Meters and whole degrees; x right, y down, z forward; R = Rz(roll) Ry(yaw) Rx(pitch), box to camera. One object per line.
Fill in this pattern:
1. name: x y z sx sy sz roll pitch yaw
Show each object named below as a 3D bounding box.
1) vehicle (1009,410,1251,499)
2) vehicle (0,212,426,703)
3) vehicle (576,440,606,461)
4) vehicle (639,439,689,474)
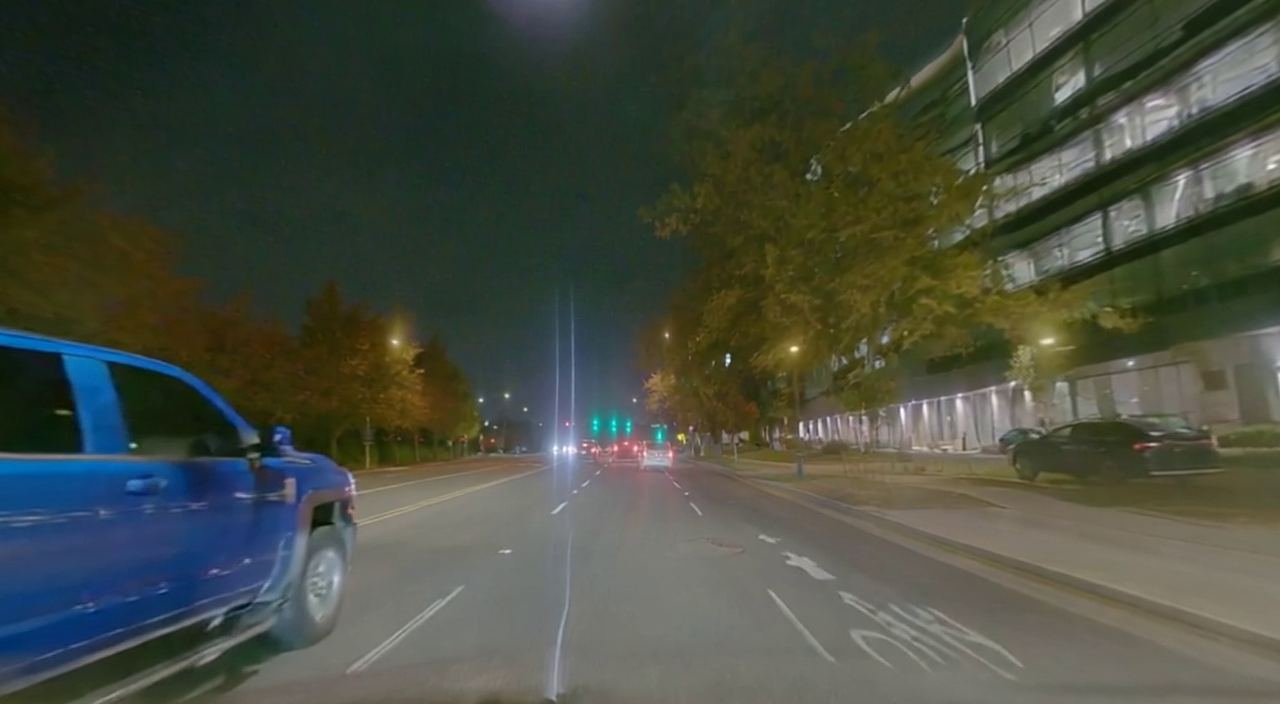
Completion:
1. vehicle: 12.078 2.596 16.140 2.131 1.909 4.927 0 -9 -1
2. vehicle: -3.116 0.656 2.256 2.512 1.992 5.725 0 -9 2
3. vehicle: -3.498 7.098 45.475 2.018 1.458 4.350 0 -9 -2
4. vehicle: 1.063 4.916 29.849 2.142 1.528 4.133 0 -9 -1
